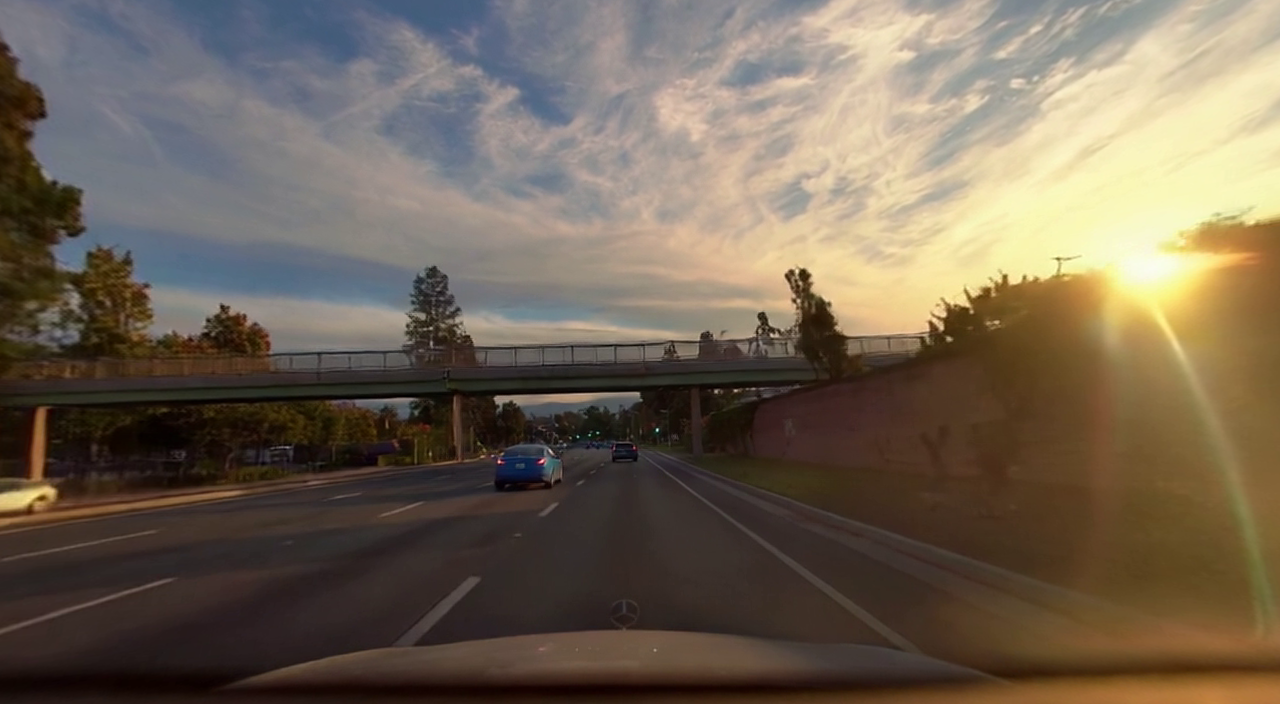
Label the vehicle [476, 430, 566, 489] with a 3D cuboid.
[{"bbox_3d":[-3.869,3.580,21.391,2.223,1.771,4.581,0,-8,-1],"label":"vehicle"}]

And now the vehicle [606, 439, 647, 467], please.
[{"bbox_3d":[-0.818,5.708,35.860,2.205,1.509,4.272,0,-8,-3],"label":"vehicle"}]
